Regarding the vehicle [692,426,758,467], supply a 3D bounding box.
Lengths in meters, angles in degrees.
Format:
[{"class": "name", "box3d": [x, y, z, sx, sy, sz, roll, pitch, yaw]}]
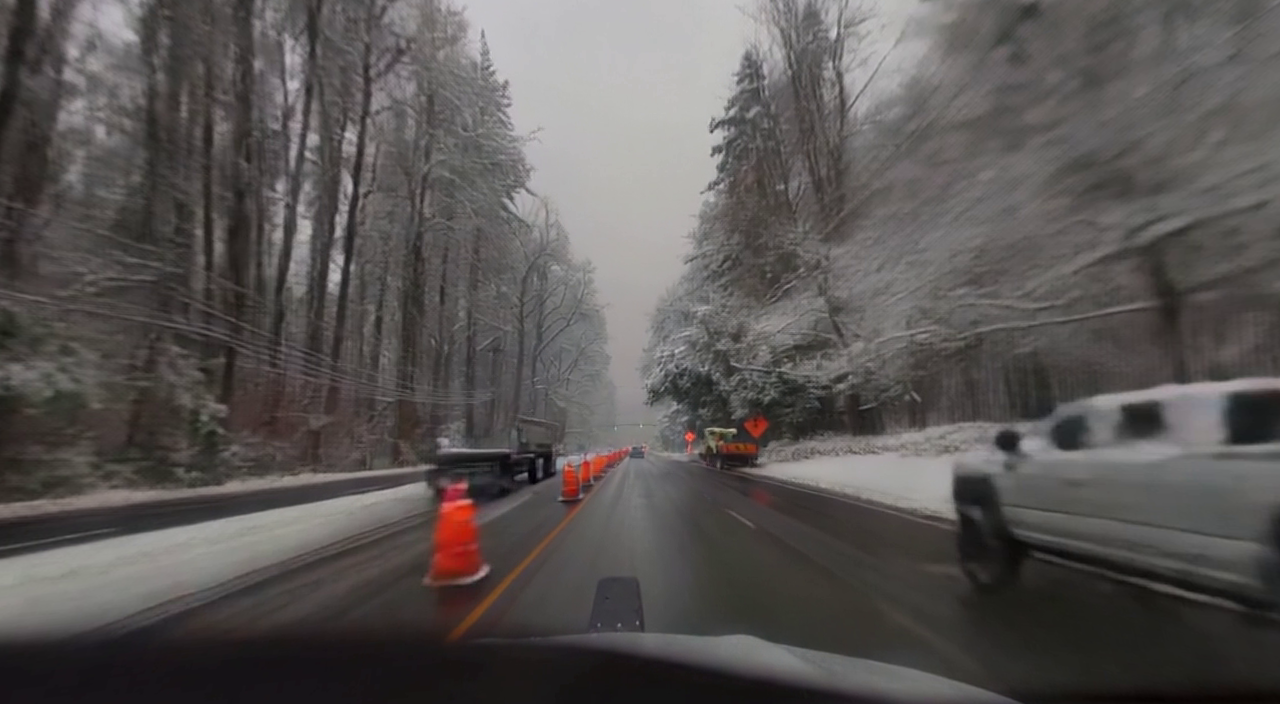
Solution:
[{"class": "vehicle", "box3d": [6.317, 7.142, 47.674, 2.390, 2.899, 4.603, 6, -10, -35]}]

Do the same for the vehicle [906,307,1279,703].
[{"class": "vehicle", "box3d": [4.724, 1.115, 4.700, 2.694, 2.177, 6.177, 1, -10, -1]}]
